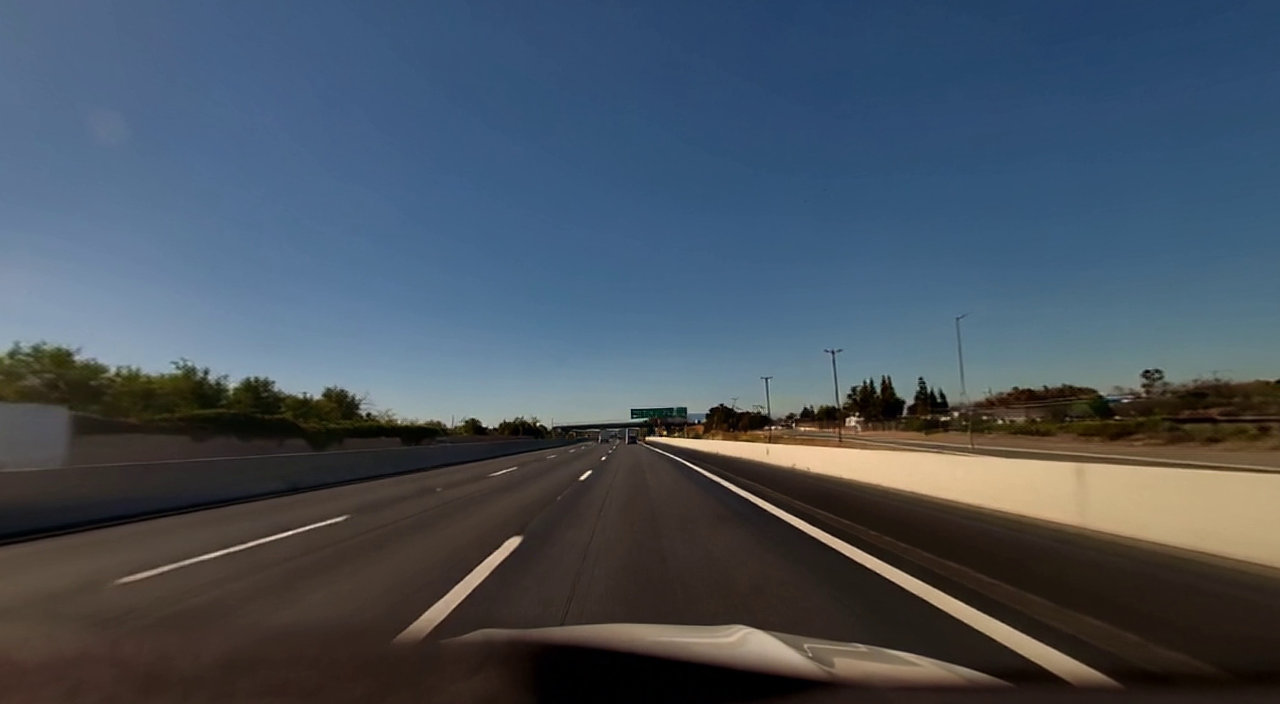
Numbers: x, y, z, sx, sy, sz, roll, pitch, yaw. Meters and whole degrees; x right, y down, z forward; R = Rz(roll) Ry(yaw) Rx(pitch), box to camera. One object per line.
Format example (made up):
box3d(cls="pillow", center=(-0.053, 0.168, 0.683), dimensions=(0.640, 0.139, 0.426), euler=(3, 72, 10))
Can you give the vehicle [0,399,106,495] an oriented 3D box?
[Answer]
box3d(cls="vehicle", center=(-23.451, 2.989, 19.552), dimensions=(3.053, 3.257, 12.376), euler=(0, -8, -1))
